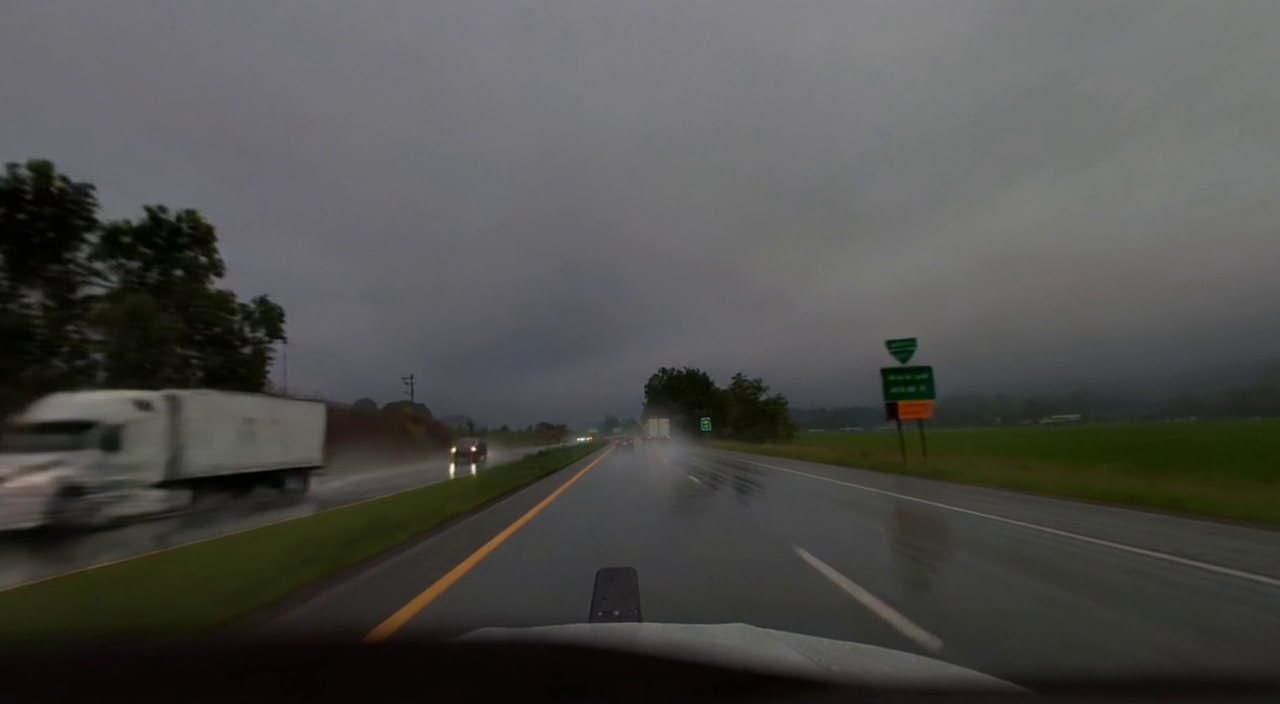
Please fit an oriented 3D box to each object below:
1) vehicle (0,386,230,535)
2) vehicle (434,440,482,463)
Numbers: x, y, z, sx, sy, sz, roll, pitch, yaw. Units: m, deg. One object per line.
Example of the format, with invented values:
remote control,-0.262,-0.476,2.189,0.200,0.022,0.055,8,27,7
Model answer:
vehicle,-12.469,2.323,14.227,2.337,2.633,5.925,0,-8,0
vehicle,-12.796,7.009,44.496,1.985,1.544,4.619,0,-8,0
